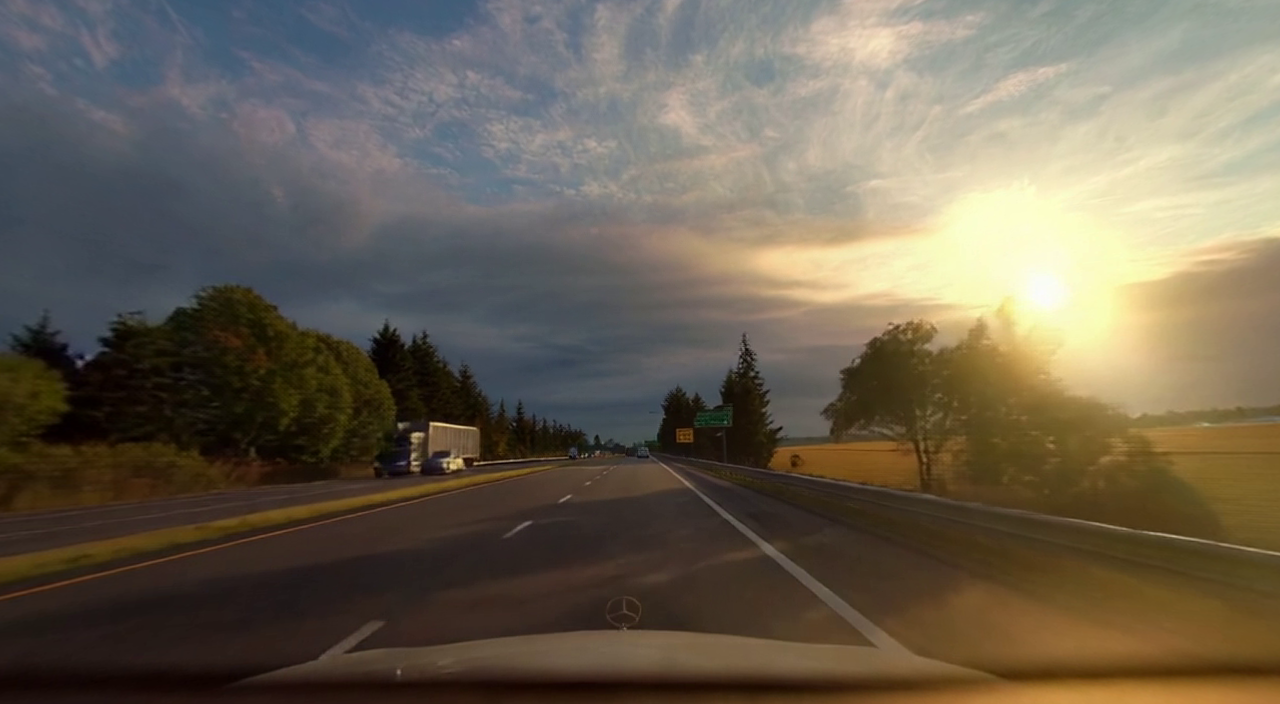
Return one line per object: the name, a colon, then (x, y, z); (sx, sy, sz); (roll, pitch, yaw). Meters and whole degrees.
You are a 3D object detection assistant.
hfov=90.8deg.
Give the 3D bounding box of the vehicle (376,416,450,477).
vehicle: (-15.794, 6.654, 44.394); (2.956, 3.925, 5.821); (0, -9, 0)
